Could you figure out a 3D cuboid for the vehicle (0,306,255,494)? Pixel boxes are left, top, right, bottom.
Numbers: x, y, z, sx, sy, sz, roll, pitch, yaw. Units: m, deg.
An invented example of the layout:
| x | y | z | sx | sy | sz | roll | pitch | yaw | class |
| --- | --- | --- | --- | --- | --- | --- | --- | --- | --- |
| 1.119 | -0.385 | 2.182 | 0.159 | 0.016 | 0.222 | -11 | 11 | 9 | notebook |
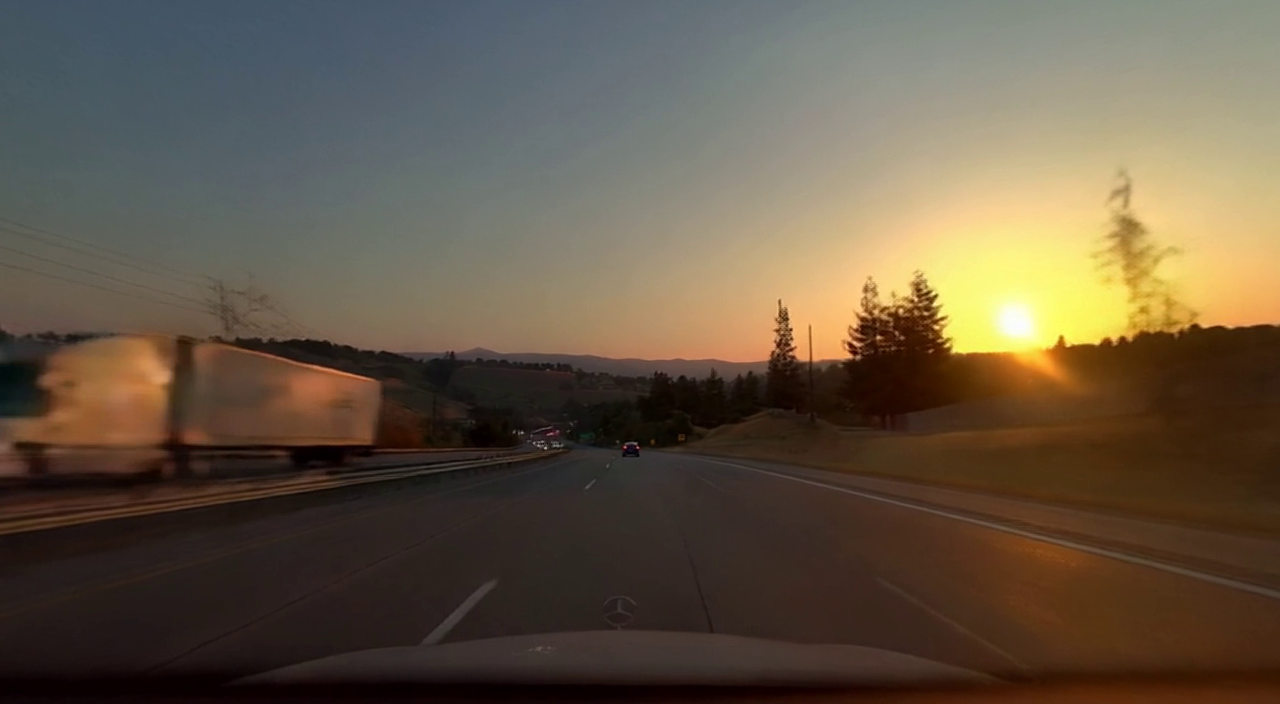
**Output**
| x | y | z | sx | sy | sz | roll | pitch | yaw | class |
| --- | --- | --- | --- | --- | --- | --- | --- | --- | --- |
| -14.395 | 1.495 | 17.454 | 3.338 | 4.291 | 6.206 | 0 | -8 | -1 | vehicle |
